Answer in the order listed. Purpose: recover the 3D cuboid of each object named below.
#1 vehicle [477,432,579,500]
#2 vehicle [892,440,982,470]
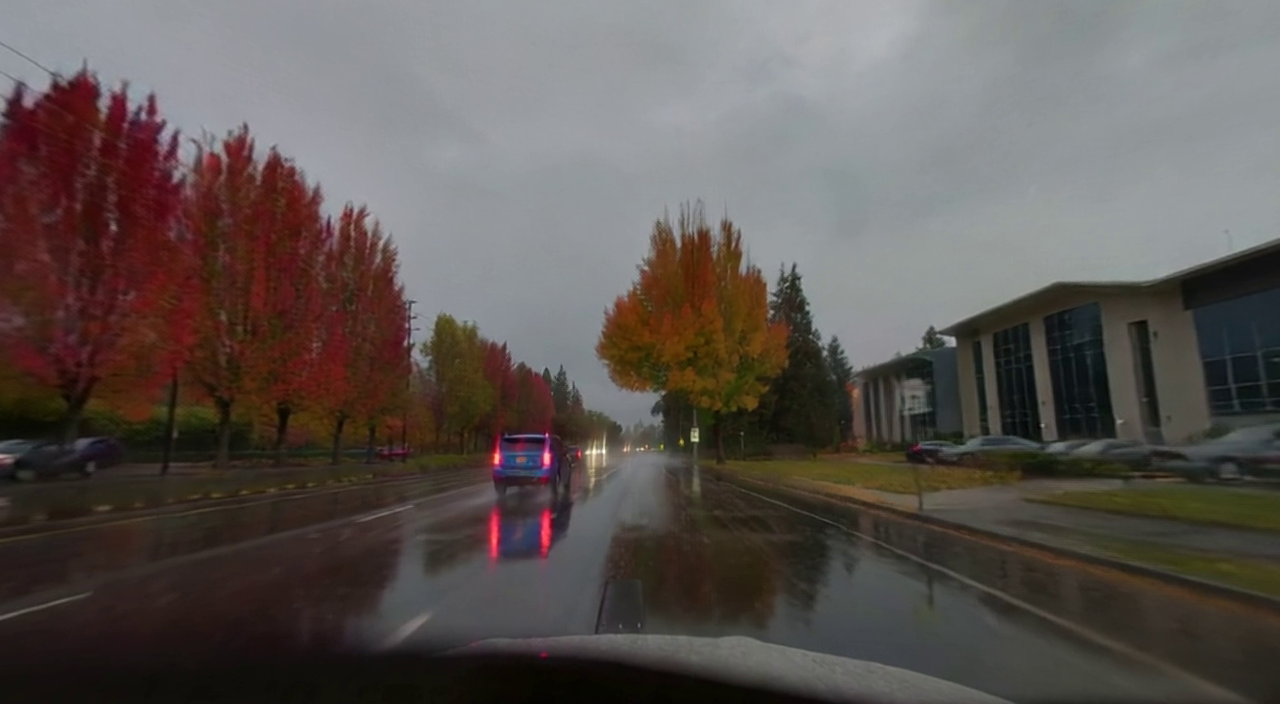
[{"bbox_3d":[-3.201,3.379,19.090,2.112,1.779,4.489,0,-9,2],"label":"vehicle"},{"bbox_3d":[18.102,6.305,38.540,4.475,1.668,1.983,-1,-8,-3],"label":"vehicle"}]
